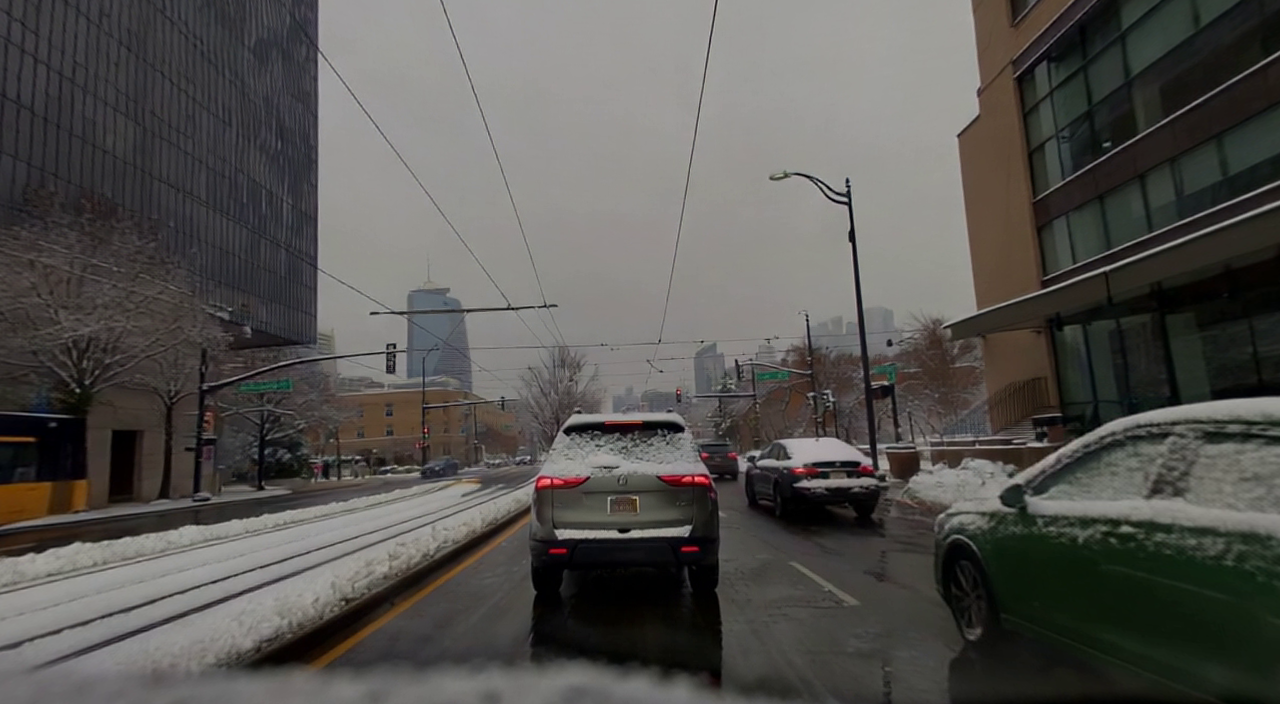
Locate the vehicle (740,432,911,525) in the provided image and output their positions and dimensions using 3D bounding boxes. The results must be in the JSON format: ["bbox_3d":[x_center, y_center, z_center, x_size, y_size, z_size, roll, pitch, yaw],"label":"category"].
[{"bbox_3d":[3.550,2.510,13.091,2.128,1.582,4.188,0,-8,-2],"label":"vehicle"}]

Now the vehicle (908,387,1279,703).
[{"bbox_3d":[3.137,0.956,2.729,1.993,1.480,4.324,0,-8,-1],"label":"vehicle"}]

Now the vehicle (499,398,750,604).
[{"bbox_3d":[-0.193,1.608,7.713,2.178,1.779,4.255,0,-8,-2],"label":"vehicle"}]
